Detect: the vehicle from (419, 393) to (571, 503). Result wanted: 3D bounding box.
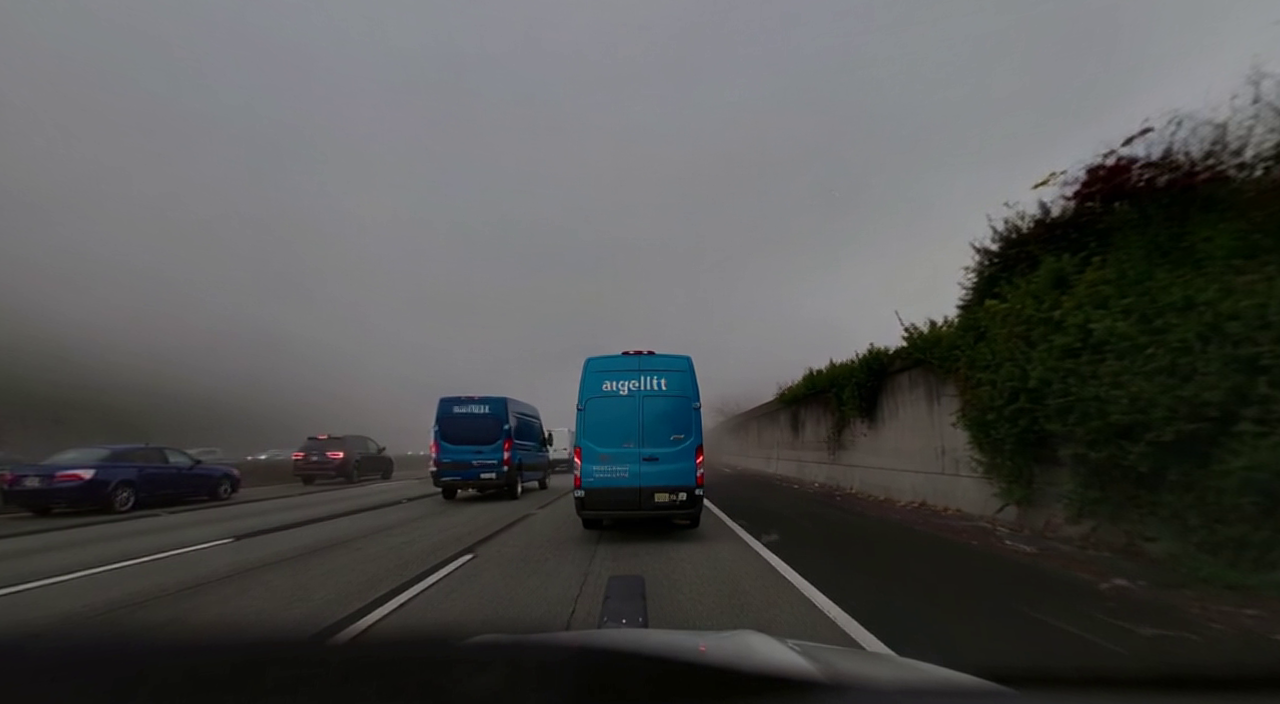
[{"bbox_3d":[-3.504,2.534,16.761,2.729,2.439,5.418,0,-9,0],"label":"vehicle"}]

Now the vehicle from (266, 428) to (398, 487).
[{"bbox_3d":[-10.780,3.735,22.576,2.061,1.846,4.852,-1,-9,3],"label":"vehicle"}]

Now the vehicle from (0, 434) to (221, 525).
[{"bbox_3d":[-11.081,2.491,12.916,1.839,1.524,4.449,0,-9,2],"label":"vehicle"}]

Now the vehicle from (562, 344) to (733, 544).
[{"bbox_3d":[0.156,1.727,11.929,2.316,2.738,6.398,0,-9,1],"label":"vehicle"}]
